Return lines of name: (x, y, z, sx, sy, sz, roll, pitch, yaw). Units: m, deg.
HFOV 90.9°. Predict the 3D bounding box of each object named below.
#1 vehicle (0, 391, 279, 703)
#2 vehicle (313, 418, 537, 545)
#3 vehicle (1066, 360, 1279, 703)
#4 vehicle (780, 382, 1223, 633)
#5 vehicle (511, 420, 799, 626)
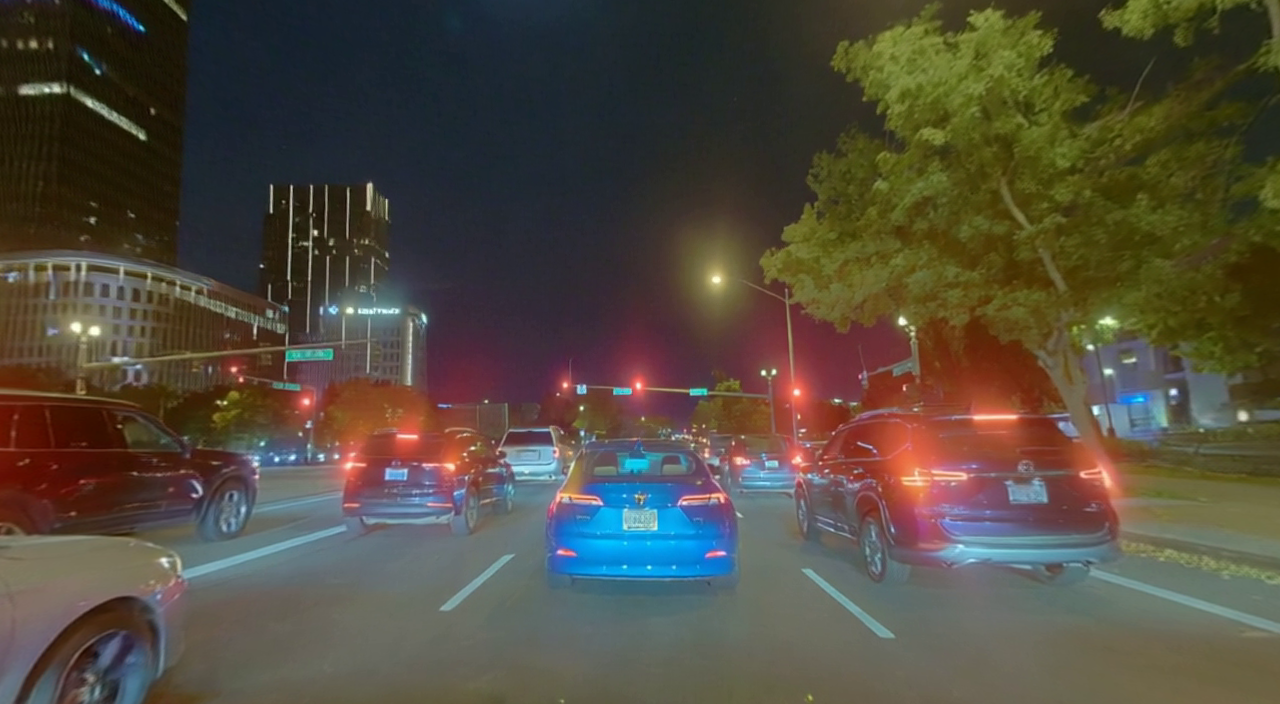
vehicle: (-3.361, 0.799, 1.534, 2.144, 1.505, 4.635, -1, -8, 1)
vehicle: (-3.324, 2.115, 10.962, 2.168, 1.719, 4.561, -1, -8, 2)
vehicle: (2.888, 0.583, 0.372, 2.051, 1.548, 4.532, 0, -9, 0)
vehicle: (3.091, 1.437, 6.775, 2.108, 1.785, 4.334, 0, -8, -1)
vehicle: (0.098, 1.576, 6.755, 2.147, 1.507, 3.953, 0, -8, 0)
